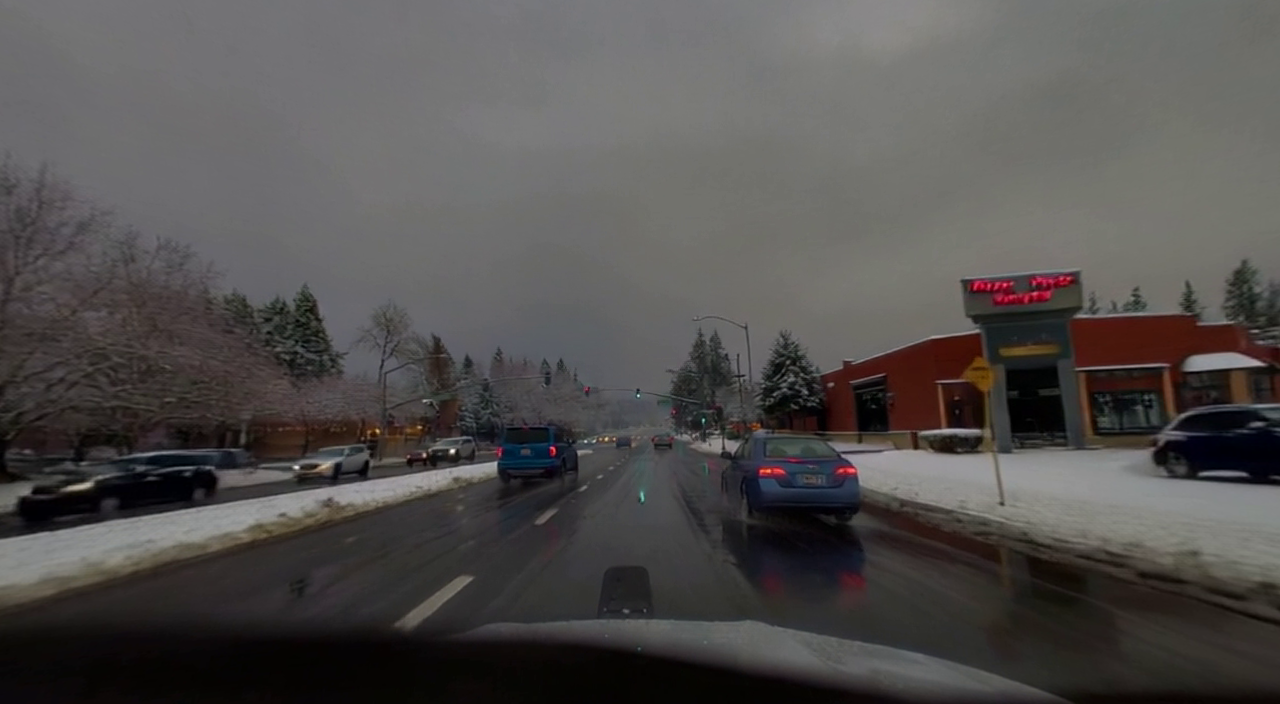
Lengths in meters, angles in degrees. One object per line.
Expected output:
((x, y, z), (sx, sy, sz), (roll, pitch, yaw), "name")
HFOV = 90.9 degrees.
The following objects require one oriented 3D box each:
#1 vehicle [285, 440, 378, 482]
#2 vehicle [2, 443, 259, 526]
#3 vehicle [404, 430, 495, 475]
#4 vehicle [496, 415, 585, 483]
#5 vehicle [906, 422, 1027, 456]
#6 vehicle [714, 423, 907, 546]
((-14.228, 5.034, 29.385), (1.961, 1.757, 4.557), (0, -9, 0), "vehicle")
((-10.797, 2.794, 13.910), (2.025, 1.525, 4.318), (0, -9, 0), "vehicle")
((-6.599, 3.541, 22.354), (1.751, 1.445, 4.340), (0, -9, 2), "vehicle")
((-3.134, 3.207, 20.918), (2.152, 1.987, 4.527), (0, -9, 1), "vehicle")
((15.354, 4.151, 29.915), (4.680, 1.506, 2.017), (-2, -9, 14), "vehicle")
((2.326, 1.939, 9.938), (1.919, 1.472, 4.470), (0, -8, 2), "vehicle")
